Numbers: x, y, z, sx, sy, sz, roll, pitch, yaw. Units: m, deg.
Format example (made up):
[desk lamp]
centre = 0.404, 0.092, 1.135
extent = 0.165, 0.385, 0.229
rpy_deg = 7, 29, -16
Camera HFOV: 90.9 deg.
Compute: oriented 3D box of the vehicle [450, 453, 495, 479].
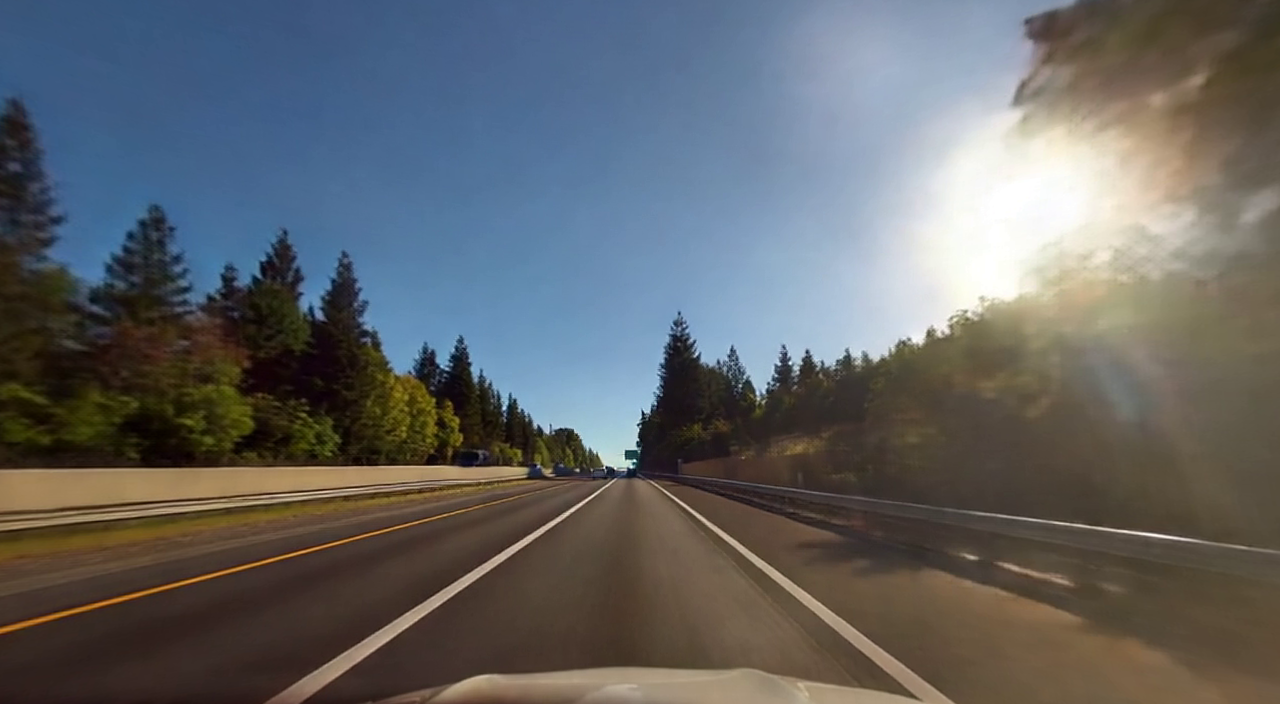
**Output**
[vehicle]
centre = -12.923, 8.837, 48.835
extent = 2.148, 1.890, 4.919
rpy_deg = 1, -10, -1
